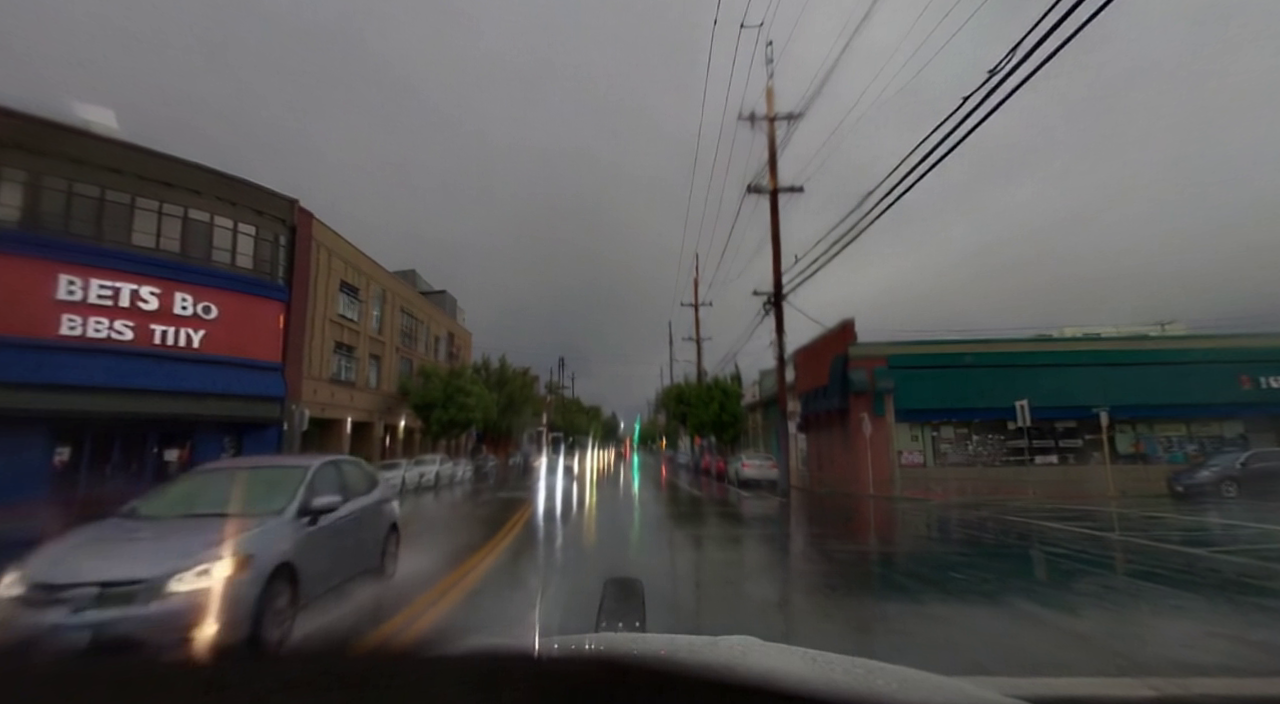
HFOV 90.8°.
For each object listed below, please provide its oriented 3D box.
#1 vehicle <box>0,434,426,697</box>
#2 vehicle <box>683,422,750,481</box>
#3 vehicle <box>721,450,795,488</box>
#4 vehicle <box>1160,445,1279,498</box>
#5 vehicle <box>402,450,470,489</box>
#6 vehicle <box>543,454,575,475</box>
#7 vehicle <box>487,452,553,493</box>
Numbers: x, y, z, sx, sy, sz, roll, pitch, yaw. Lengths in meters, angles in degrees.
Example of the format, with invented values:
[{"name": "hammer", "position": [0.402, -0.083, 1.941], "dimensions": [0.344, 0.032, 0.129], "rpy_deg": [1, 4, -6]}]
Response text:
[{"name": "vehicle", "position": [-3.617, 1.558, 5.800], "dimensions": [1.914, 1.506, 4.125], "rpy_deg": [0, -9, -1]}, {"name": "vehicle", "position": [4.450, 6.065, 38.583], "dimensions": [2.815, 3.203, 7.558], "rpy_deg": [0, -9, -2]}, {"name": "vehicle", "position": [5.456, 5.472, 29.866], "dimensions": [1.963, 1.646, 4.204], "rpy_deg": [2, -9, -11]}, {"name": "vehicle", "position": [18.538, 3.513, 18.751], "dimensions": [4.368, 1.479, 1.985], "rpy_deg": [0, -9, 1]}, {"name": "vehicle", "position": [-11.003, 6.329, 34.456], "dimensions": [2.072, 1.818, 4.951], "rpy_deg": [-3, -9, 0]}, {"name": "vehicle", "position": [-6.001, 8.384, 47.378], "dimensions": [1.845, 1.469, 4.413], "rpy_deg": [0, -9, -1]}, {"name": "vehicle", "position": [-4.816, 4.893, 26.005], "dimensions": [2.050, 1.505, 4.219], "rpy_deg": [0, -9, -3]}]
